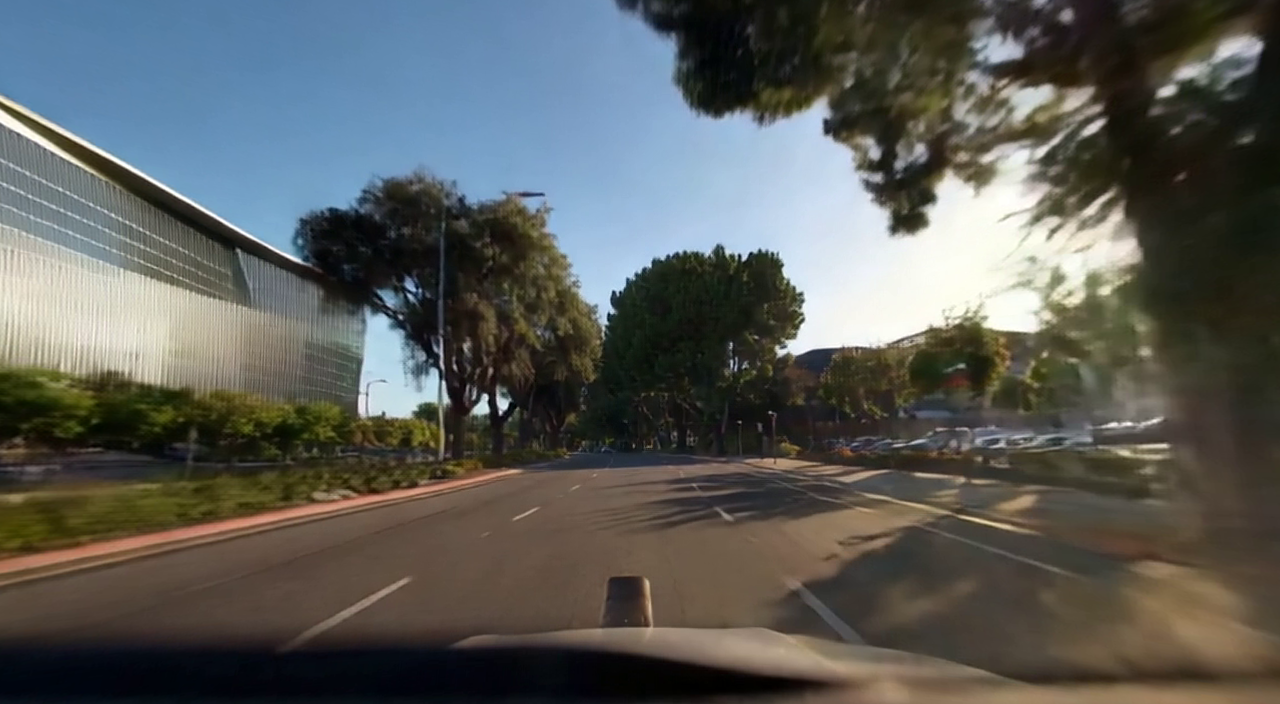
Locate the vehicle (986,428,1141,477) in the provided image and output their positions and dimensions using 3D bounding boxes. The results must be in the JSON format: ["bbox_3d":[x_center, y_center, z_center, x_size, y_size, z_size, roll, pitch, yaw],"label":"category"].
[{"bbox_3d":[15.664,3.738,23.517,4.198,1.552,2.087,-2,-9,0],"label":"vehicle"}]

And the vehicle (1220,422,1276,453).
[{"bbox_3d":[35.167,4.968,36.527,1.924,1.636,4.297,-6,-10,40],"label":"vehicle"}]

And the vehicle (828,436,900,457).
[{"bbox_3d":[16.300,6.898,45.996,4.526,1.517,1.979,1,-9,-5],"label":"vehicle"}]
